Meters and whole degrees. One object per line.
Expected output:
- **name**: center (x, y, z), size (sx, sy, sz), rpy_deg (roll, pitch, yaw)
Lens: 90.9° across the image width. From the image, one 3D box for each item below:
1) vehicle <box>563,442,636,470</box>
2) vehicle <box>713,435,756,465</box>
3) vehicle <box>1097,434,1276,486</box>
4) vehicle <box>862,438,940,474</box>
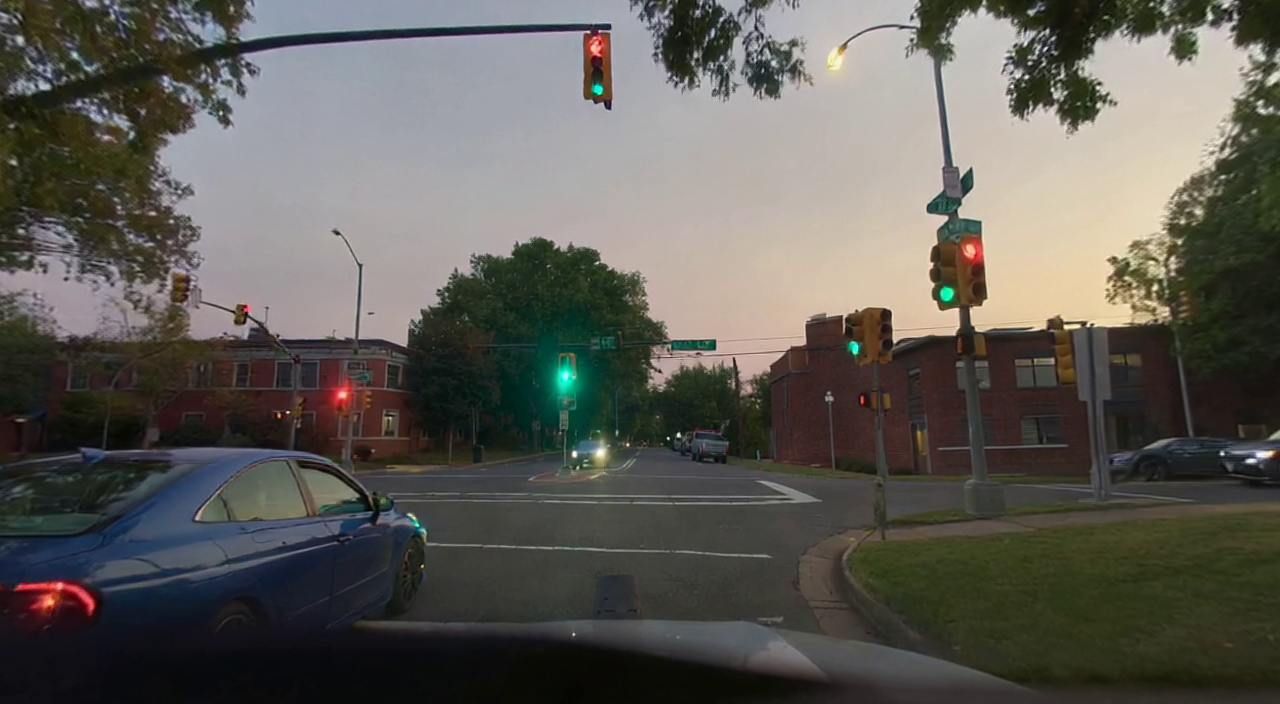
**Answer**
- **vehicle**: center (-2.431, 6.152, 37.560), size (3.991, 1.526, 1.868), rpy_deg (-5, -9, 31)
- **vehicle**: center (6.899, 7.164, 46.215), size (1.491, 2.041, 2.964), rpy_deg (6, -9, -33)
- **vehicle**: center (16.796, 3.322, 19.522), size (3.876, 1.512, 1.784), rpy_deg (0, -8, -1)
- **vehicle**: center (12.395, 5.032, 30.242), size (1.922, 1.529, 3.964), rpy_deg (0, -12, -2)
